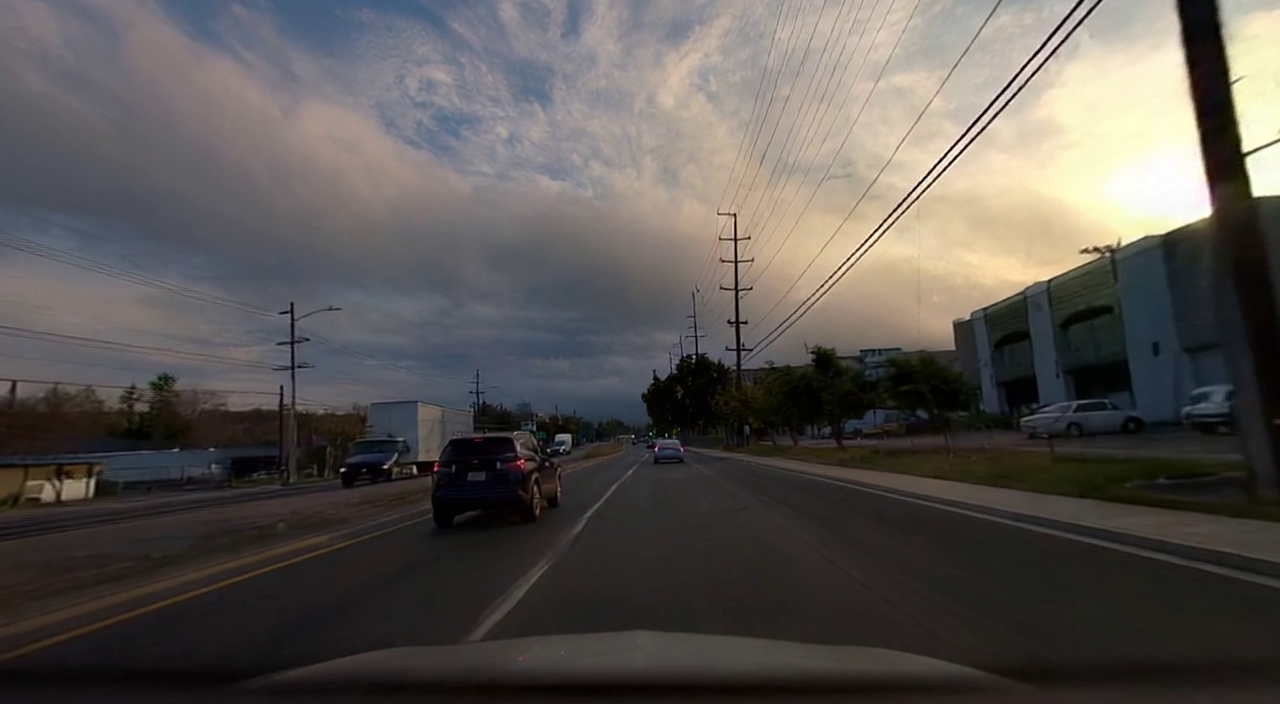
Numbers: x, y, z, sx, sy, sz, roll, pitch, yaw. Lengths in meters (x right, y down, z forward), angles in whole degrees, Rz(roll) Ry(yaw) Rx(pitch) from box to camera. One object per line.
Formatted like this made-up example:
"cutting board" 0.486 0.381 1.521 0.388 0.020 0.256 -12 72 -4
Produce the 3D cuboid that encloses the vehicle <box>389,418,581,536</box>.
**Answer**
"vehicle" -2.486 2.159 11.567 2.169 1.679 4.723 -1 -8 2

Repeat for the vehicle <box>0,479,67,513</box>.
"vehicle" -38.089 8.814 38.367 4.458 1.674 2.034 -3 -4 2

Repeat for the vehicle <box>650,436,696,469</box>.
"vehicle" 1.589 4.984 31.367 2.114 1.492 4.453 -1 -8 1
